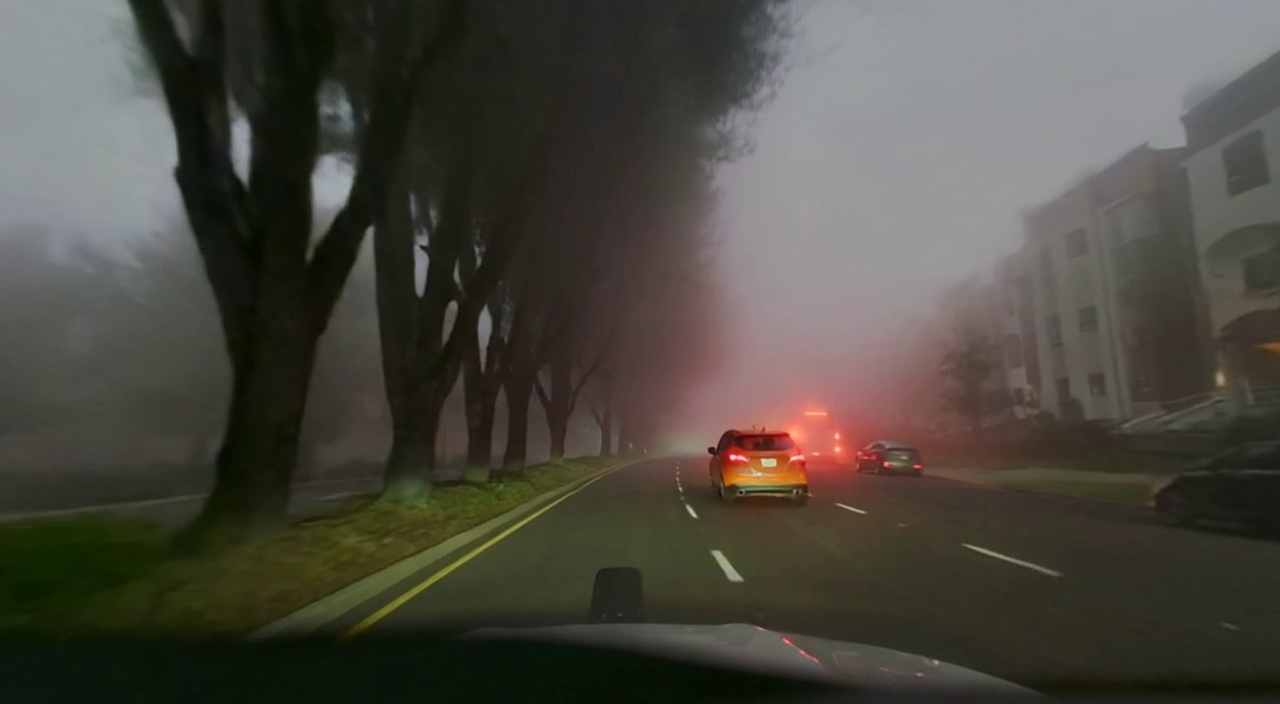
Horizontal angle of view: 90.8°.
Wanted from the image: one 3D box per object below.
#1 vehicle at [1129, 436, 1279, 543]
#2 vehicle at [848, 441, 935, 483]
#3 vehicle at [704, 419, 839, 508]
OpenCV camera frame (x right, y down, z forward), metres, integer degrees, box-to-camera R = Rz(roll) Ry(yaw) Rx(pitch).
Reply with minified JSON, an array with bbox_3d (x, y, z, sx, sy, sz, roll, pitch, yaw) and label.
[{"bbox_3d":[9.872,1.955,9.061,1.893,1.469,4.615,0,-9,-2],"label":"vehicle"},{"bbox_3d":[10.265,4.498,26.237,1.870,1.504,4.823,0,-8,3],"label":"vehicle"},{"bbox_3d":[2.941,2.645,15.305,2.215,1.812,4.569,0,-9,-1],"label":"vehicle"}]
